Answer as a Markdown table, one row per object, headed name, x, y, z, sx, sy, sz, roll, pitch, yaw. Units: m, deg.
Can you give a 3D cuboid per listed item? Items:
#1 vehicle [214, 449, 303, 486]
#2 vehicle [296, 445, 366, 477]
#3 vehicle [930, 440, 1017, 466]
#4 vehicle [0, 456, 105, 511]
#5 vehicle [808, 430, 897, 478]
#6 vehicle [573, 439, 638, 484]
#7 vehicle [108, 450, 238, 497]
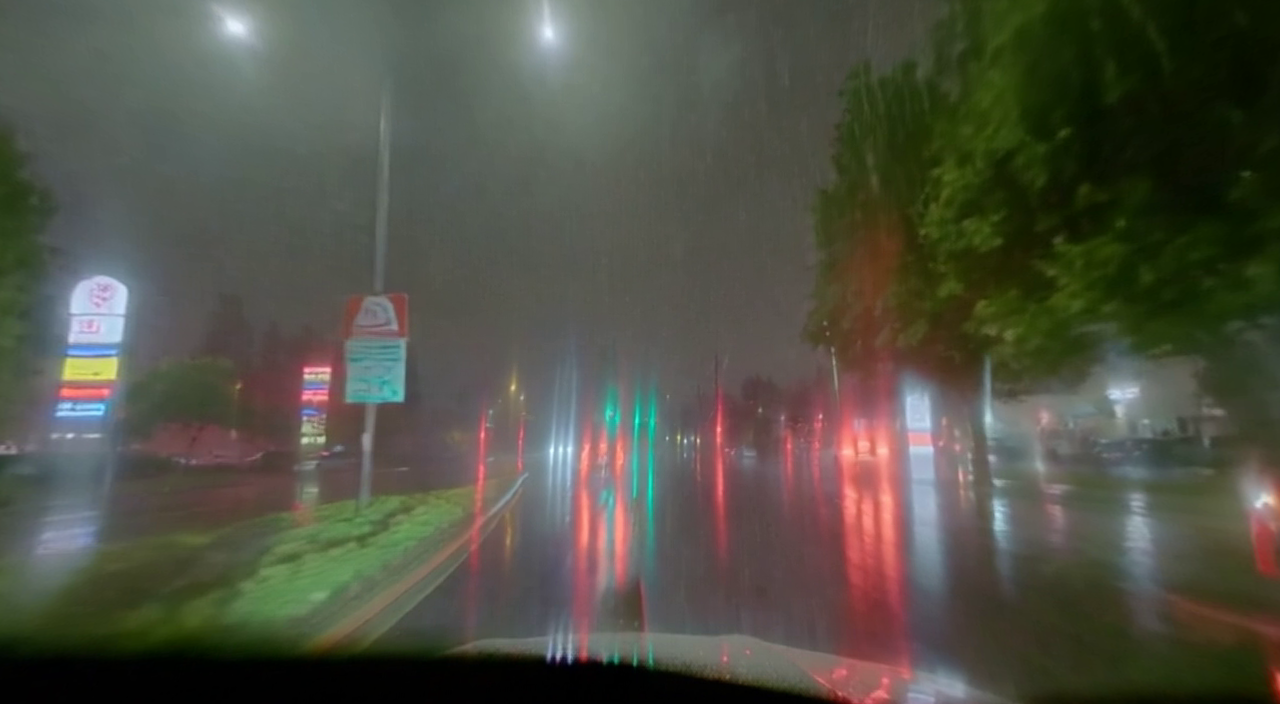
| name | x | y | z | sx | sy | sz | roll | pitch | yaw |
| --- | --- | --- | --- | --- | --- | --- | --- | --- | --- |
| vehicle | -19.332 | 5.810 | 32.258 | 1.905 | 1.698 | 4.408 | 0 | -8 | -2 |
| vehicle | -19.035 | 6.730 | 39.218 | 2.027 | 1.831 | 4.644 | 0 | -8 | -1 |
| vehicle | 19.499 | 5.881 | 36.979 | 4.212 | 1.436 | 1.919 | -6 | -10 | 34 |
| vehicle | -19.265 | 3.925 | 18.887 | 2.083 | 1.481 | 5.103 | 0 | -8 | 0 |
| vehicle | 10.261 | 4.950 | 31.084 | 2.266 | 2.118 | 5.742 | 0 | -8 | -1 |
| vehicle | -1.272 | 3.949 | 23.141 | 2.185 | 1.473 | 3.925 | 0 | -8 | -4 |
| vehicle | -19.112 | 4.941 | 26.168 | 1.896 | 1.620 | 4.542 | -2 | -8 | 1 |
